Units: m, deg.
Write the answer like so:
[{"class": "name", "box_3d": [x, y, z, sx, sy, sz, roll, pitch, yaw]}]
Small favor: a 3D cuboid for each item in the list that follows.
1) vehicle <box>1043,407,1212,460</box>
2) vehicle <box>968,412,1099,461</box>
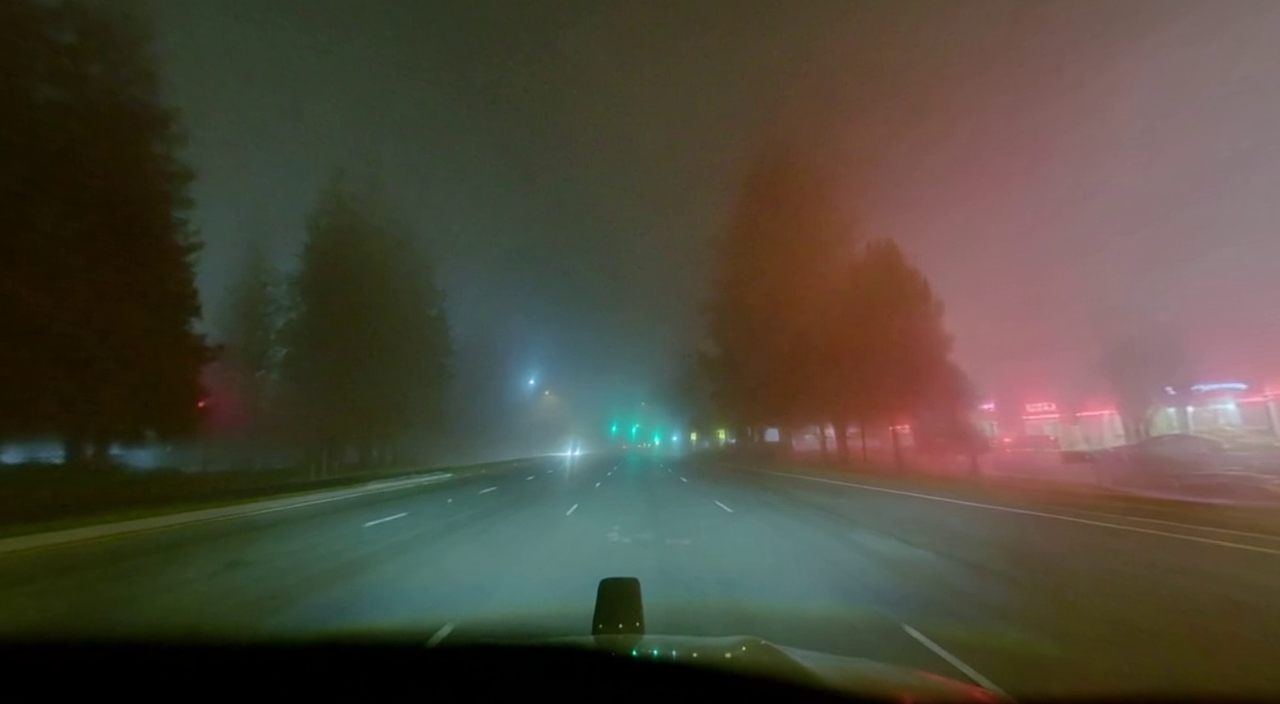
[{"class": "vehicle", "box_3d": [26.484, 4.485, 34.554, 7.147, 2.712, 2.343, 0, -8, 1]}, {"class": "vehicle", "box_3d": [26.306, 5.657, 42.474, 6.937, 2.503, 2.325, -6, -8, 2]}]
